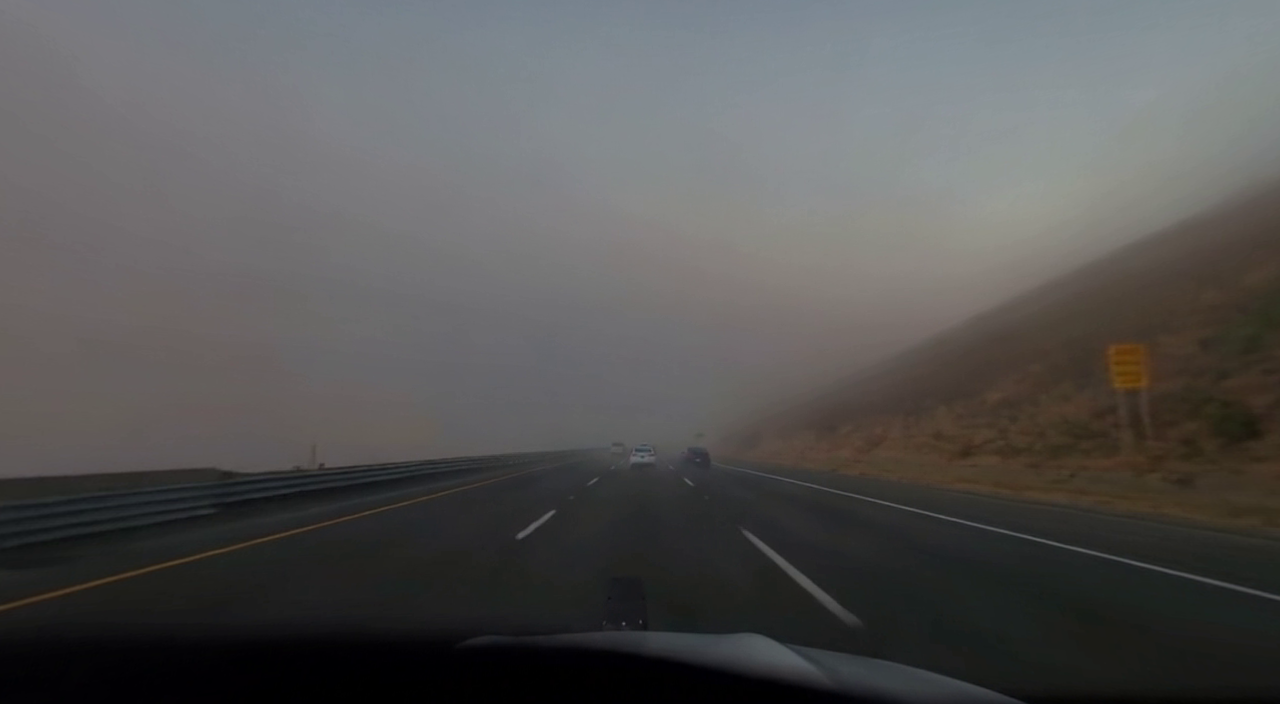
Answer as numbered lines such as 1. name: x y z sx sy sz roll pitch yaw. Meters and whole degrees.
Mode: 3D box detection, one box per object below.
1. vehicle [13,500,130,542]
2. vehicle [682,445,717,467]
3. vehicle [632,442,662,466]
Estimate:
1. vehicle: -31.582 9.398 35.281 1.982 1.708 4.819 0 -8 1
2. vehicle: 3.861 6.809 41.386 1.976 1.352 3.602 0 -8 0
3. vehicle: 0.466 7.208 44.912 1.986 1.576 4.312 0 -8 0
